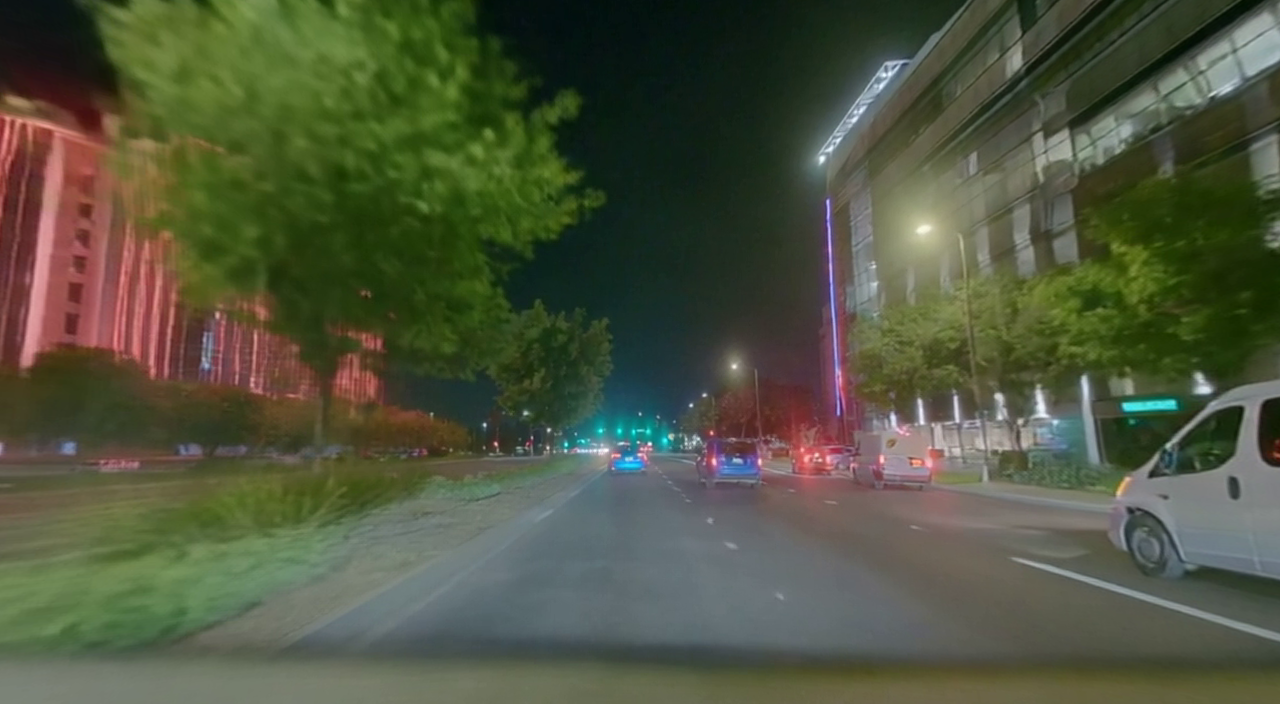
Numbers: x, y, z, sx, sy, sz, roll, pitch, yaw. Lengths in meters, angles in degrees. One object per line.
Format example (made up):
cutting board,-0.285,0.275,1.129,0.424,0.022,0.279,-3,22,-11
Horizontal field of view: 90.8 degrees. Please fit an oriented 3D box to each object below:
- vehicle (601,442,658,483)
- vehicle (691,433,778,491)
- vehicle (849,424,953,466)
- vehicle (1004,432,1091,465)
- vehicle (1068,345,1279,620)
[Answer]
vehicle,-0.393,4.284,24.847,2.095,1.456,3.873,0,-8,0
vehicle,2.995,3.598,21.023,2.047,1.711,4.265,0,-8,-2
vehicle,17.624,6.309,42.959,5.907,2.777,2.431,0,-8,-2
vehicle,27.521,6.494,42.685,4.770,2.109,2.230,2,-9,-16
vehicle,6.283,0.939,4.430,2.573,2.127,5.568,0,-8,-1
